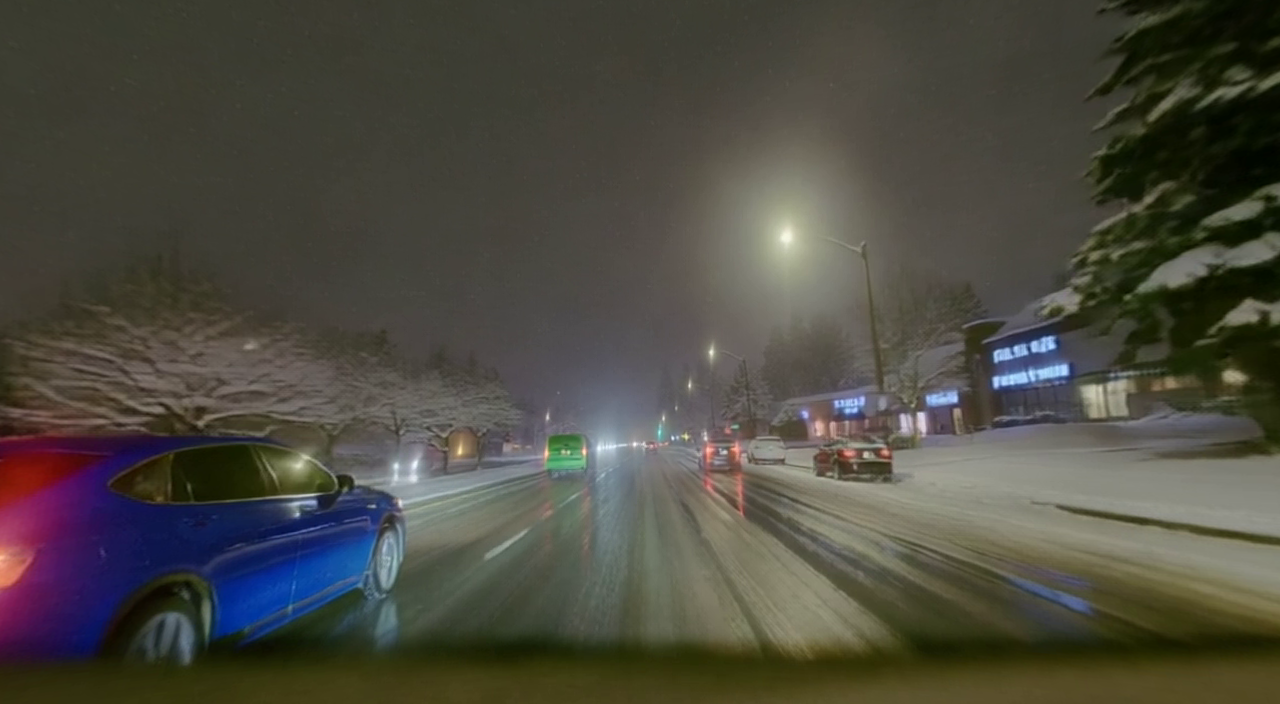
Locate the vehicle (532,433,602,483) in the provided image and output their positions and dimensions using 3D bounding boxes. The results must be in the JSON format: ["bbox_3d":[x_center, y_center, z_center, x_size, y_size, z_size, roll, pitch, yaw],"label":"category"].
[{"bbox_3d":[-2.782,4.189,25.243,2.193,1.788,4.603,0,-8,1],"label":"vehicle"}]

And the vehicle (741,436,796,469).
[{"bbox_3d":[7.564,5.976,37.610,2.198,1.788,4.941,1,-8,0],"label":"vehicle"}]

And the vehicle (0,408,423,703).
[{"bbox_3d":[-3.262,1.203,4.028,1.956,1.460,4.802,0,-8,1],"label":"vehicle"}]

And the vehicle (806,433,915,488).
[{"bbox_3d":[7.397,3.685,21.740,2.089,1.678,4.725,0,-8,0],"label":"vehicle"}]

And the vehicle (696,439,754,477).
[{"bbox_3d":[3.602,4.569,27.385,1.904,1.490,4.299,0,-8,0],"label":"vehicle"}]
